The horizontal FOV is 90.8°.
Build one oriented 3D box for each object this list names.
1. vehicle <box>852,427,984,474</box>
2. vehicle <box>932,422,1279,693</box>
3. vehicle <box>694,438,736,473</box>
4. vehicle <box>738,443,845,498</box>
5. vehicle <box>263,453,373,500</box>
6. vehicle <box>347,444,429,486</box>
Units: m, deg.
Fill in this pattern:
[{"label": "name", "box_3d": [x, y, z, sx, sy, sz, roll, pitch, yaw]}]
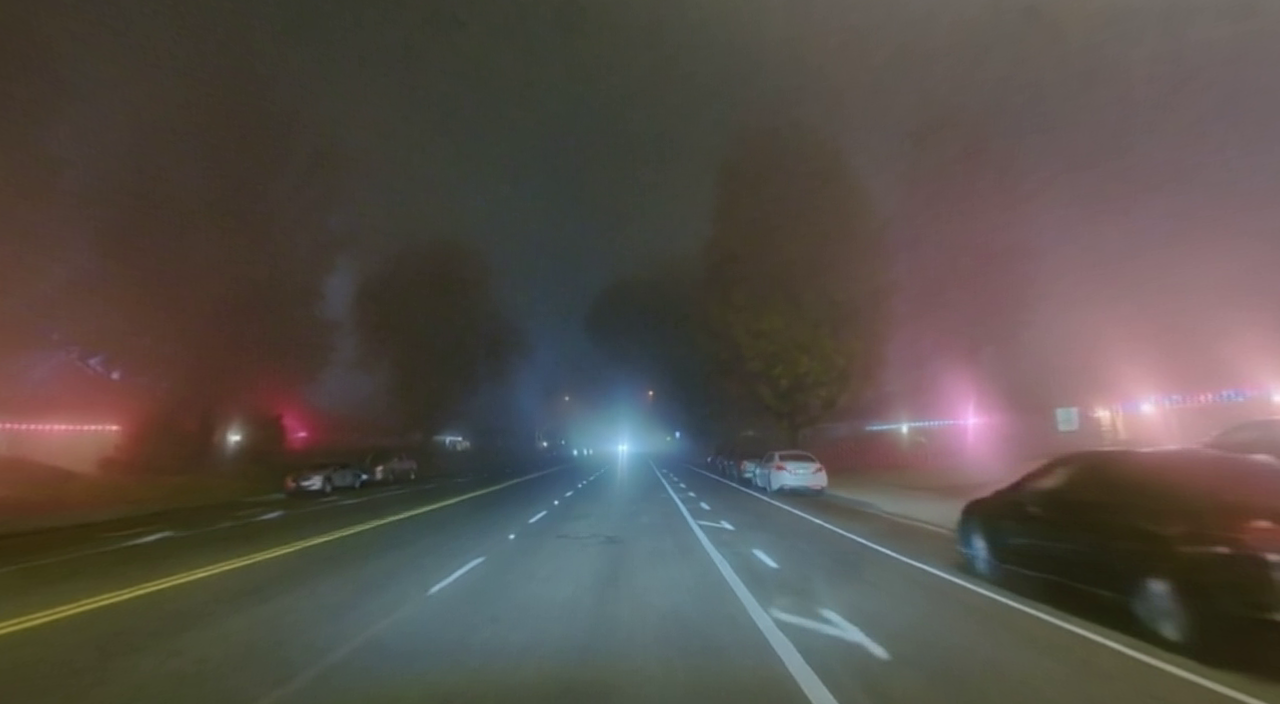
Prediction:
[{"label": "vehicle", "box_3d": [12.402, 4.387, 28.428, 4.825, 1.675, 2.184, -4, -7, -2]}, {"label": "vehicle", "box_3d": [4.759, 1.590, 5.808, 1.934, 1.546, 5.009, 3, -9, 2]}, {"label": "vehicle", "box_3d": [4.401, 6.104, 37.749, 2.074, 1.838, 5.402, 1, -8, 3]}, {"label": "vehicle", "box_3d": [4.647, 3.700, 20.285, 2.035, 1.498, 4.910, 0, -8, -2]}, {"label": "vehicle", "box_3d": [-12.640, 4.868, 25.202, 1.925, 1.498, 4.850, -4, -9, -1]}, {"label": "vehicle", "box_3d": [-12.628, 5.669, 32.073, 2.075, 1.917, 4.984, -1, -9, 0]}]
